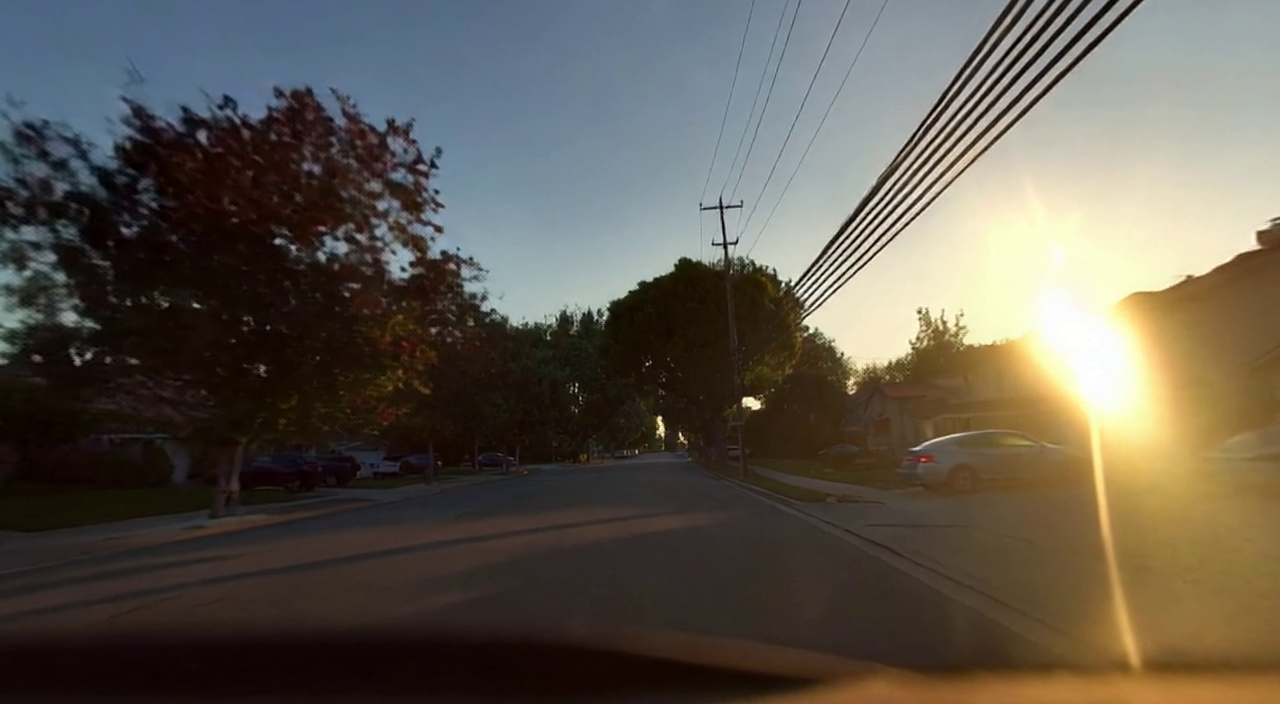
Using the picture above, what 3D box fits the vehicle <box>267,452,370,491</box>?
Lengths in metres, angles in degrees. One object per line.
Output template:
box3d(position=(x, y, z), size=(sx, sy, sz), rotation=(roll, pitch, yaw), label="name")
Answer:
box3d(position=(-15.436, 5.730, 30.398), size=(4.265, 1.583, 1.913), rotation=(-5, -9, 17), label="vehicle")

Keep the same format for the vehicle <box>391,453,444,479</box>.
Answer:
box3d(position=(-15.109, 7.755, 43.119), size=(1.816, 1.614, 4.866), rotation=(0, -9, 0), label="vehicle")

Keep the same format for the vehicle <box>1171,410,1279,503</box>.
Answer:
box3d(position=(12.987, 1.953, 11.902), size=(4.122, 1.610, 1.888), rotation=(0, -9, 2), label="vehicle")

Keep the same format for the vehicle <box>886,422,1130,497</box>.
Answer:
box3d(position=(9.266, 2.748, 16.296), size=(4.952, 1.775, 2.089), rotation=(0, -9, -1), label="vehicle")

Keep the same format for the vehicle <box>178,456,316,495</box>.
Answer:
box3d(position=(-16.586, 5.212, 26.854), size=(4.519, 1.508, 2.018), rotation=(0, -9, 2), label="vehicle")
